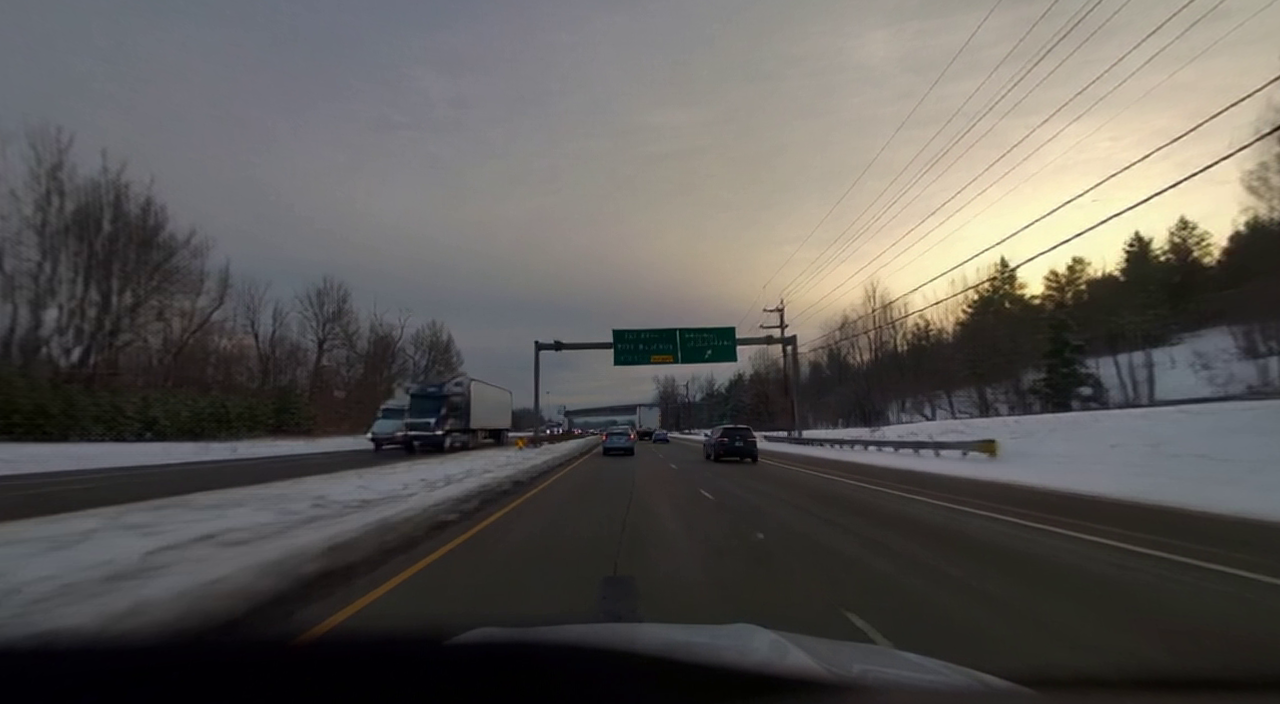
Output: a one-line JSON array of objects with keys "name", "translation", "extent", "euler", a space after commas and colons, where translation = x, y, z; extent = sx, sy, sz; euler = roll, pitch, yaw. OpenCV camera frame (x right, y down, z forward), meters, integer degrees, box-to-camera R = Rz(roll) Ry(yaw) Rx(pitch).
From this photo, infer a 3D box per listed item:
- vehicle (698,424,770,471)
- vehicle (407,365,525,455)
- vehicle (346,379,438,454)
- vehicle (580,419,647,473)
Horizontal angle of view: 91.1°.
[{"name": "vehicle", "translation": [3.425, 3.577, 23.764], "extent": [2.062, 1.581, 3.914], "euler": [0, -8, -1]}, {"name": "vehicle", "translation": [-9.151, 3.554, 35.508], "extent": [2.975, 4.091, 13.887], "euler": [0, -8, -1]}, {"name": "vehicle", "translation": [-14.047, 3.793, 36.235], "extent": [2.973, 3.971, 6.106], "euler": [0, -8, -2]}, {"name": "vehicle", "translation": [-0.874, 3.260, 22.192], "extent": [2.134, 1.710, 4.049], "euler": [0, -7, -1]}]
